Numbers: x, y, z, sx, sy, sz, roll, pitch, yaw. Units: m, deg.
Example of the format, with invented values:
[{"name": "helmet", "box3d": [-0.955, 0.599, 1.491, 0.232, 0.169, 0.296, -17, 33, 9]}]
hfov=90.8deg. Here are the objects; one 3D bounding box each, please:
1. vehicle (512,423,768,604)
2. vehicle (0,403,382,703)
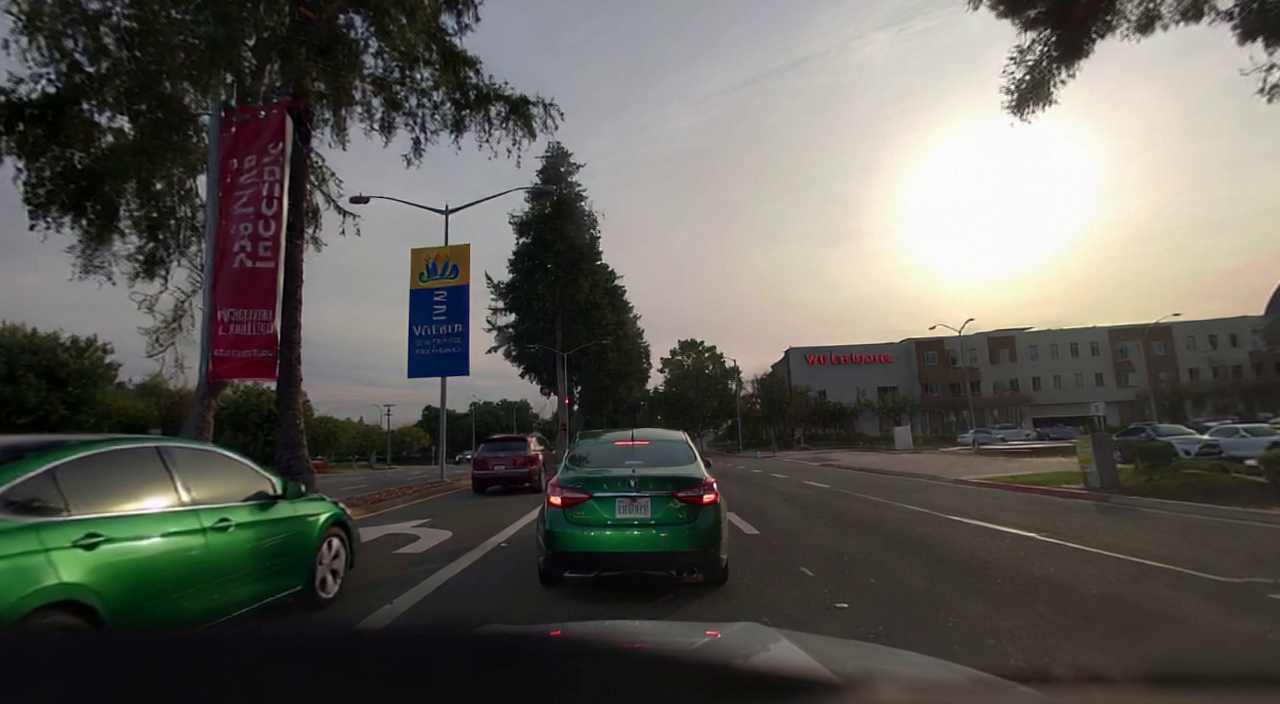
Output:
[{"name": "vehicle", "box3d": [-0.059, 1.635, 7.302, 2.126, 1.475, 3.967, 0, -8, -2]}, {"name": "vehicle", "box3d": [-3.499, 1.156, 3.859, 1.961, 1.487, 4.453, 0, -8, 0]}]
